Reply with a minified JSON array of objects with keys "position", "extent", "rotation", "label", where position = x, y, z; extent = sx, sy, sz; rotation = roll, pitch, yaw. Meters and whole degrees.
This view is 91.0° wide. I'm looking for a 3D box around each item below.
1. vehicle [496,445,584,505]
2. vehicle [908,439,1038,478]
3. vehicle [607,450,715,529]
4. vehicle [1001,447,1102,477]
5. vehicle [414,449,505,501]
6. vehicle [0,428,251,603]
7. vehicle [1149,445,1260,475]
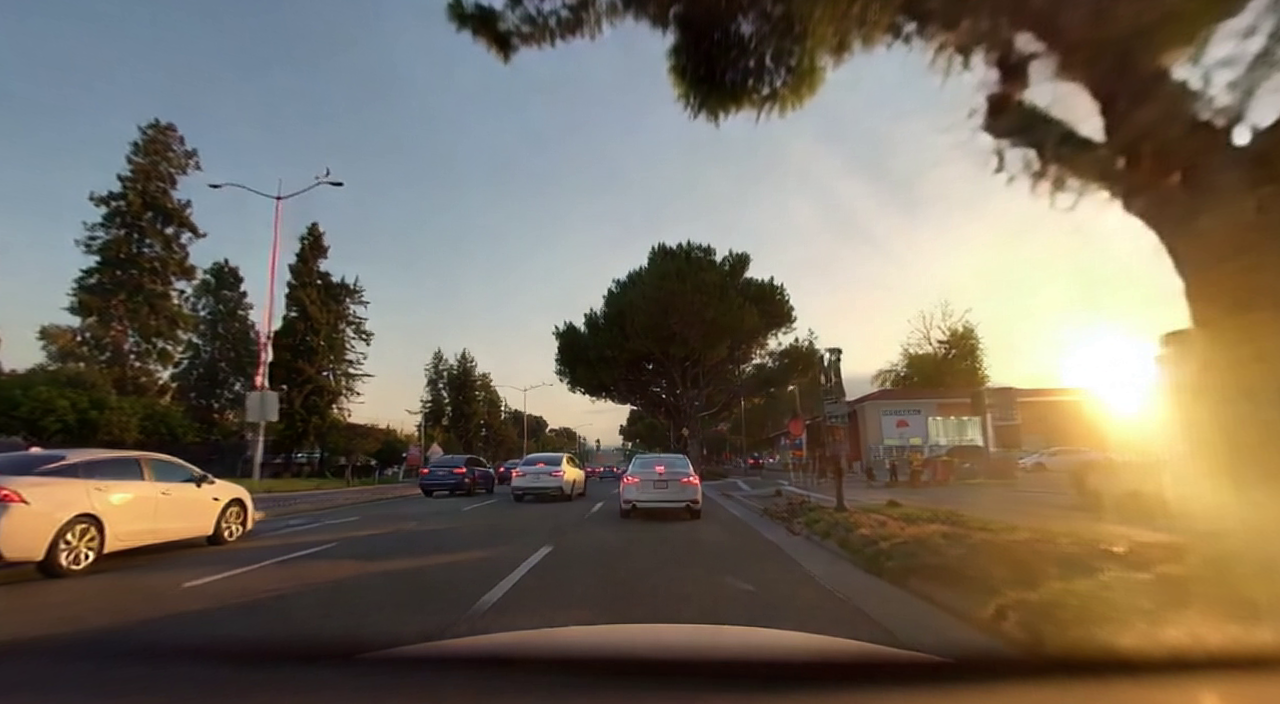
[{"position":[-3.164,3.992,20.999],"extent":[2.055,1.725,4.732],"rotation":[0,-9,1],"label":"vehicle"},{"position":[18.220,5.808,34.672],"extent":[5.852,1.962,2.323],"rotation":[-8,-12,41],"label":"vehicle"},{"position":[0.449,2.982,14.286],"extent":[2.091,1.494,3.962],"rotation":[0,-9,1],"label":"vehicle"},{"position":[22.458,6.012,34.436],"extent":[4.220,1.550,1.935],"rotation":[-9,-13,43],"label":"vehicle"},{"position":[-6.748,4.601,24.062],"extent":[2.032,1.767,4.549],"rotation":[0,-9,1],"label":"vehicle"},{"position":[-7.084,1.800,7.595],"extent":[1.968,1.657,4.230],"rotation":[0,-9,1],"label":"vehicle"},{"position":[30.519,5.798,34.141],"extent":[1.757,1.496,4.200],"rotation":[7,-11,-42],"label":"vehicle"}]
